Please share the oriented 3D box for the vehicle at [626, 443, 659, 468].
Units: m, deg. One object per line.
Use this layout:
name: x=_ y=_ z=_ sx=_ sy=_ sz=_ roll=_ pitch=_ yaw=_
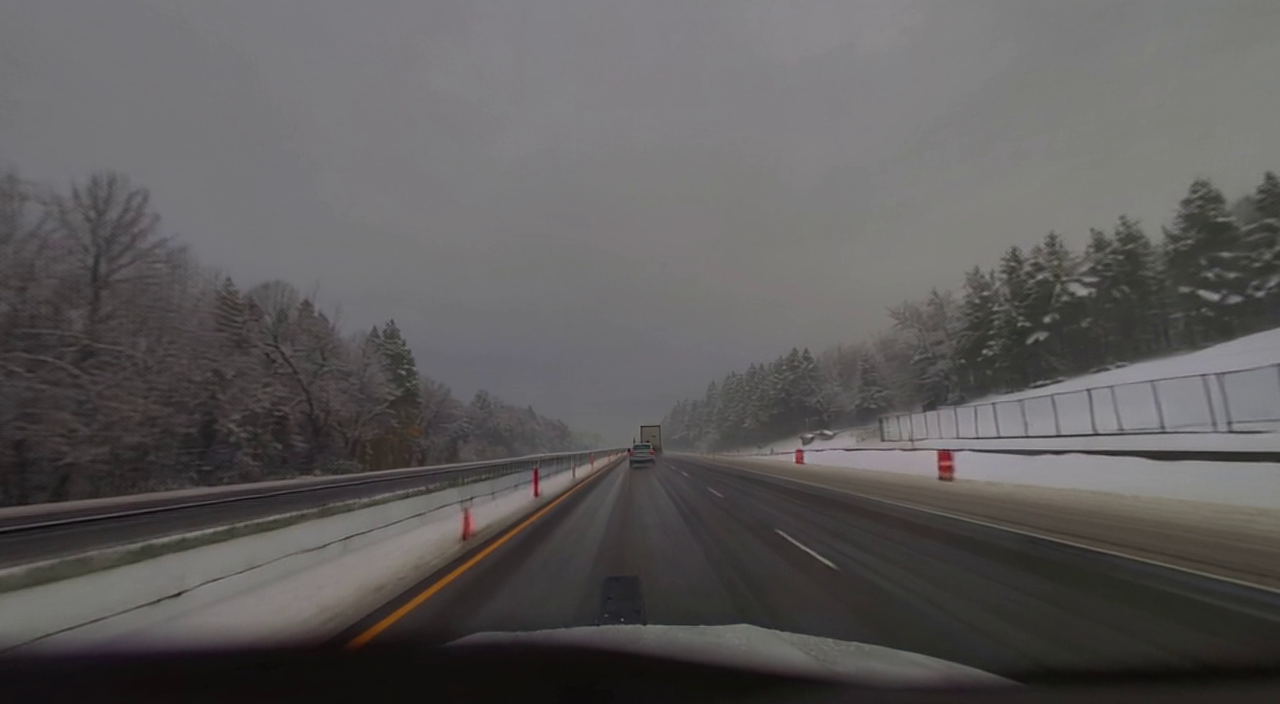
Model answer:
vehicle: x=0.148 y=6.854 z=41.964 sx=2.065 sy=1.573 sz=3.734 roll=0 pitch=-9 yaw=0
